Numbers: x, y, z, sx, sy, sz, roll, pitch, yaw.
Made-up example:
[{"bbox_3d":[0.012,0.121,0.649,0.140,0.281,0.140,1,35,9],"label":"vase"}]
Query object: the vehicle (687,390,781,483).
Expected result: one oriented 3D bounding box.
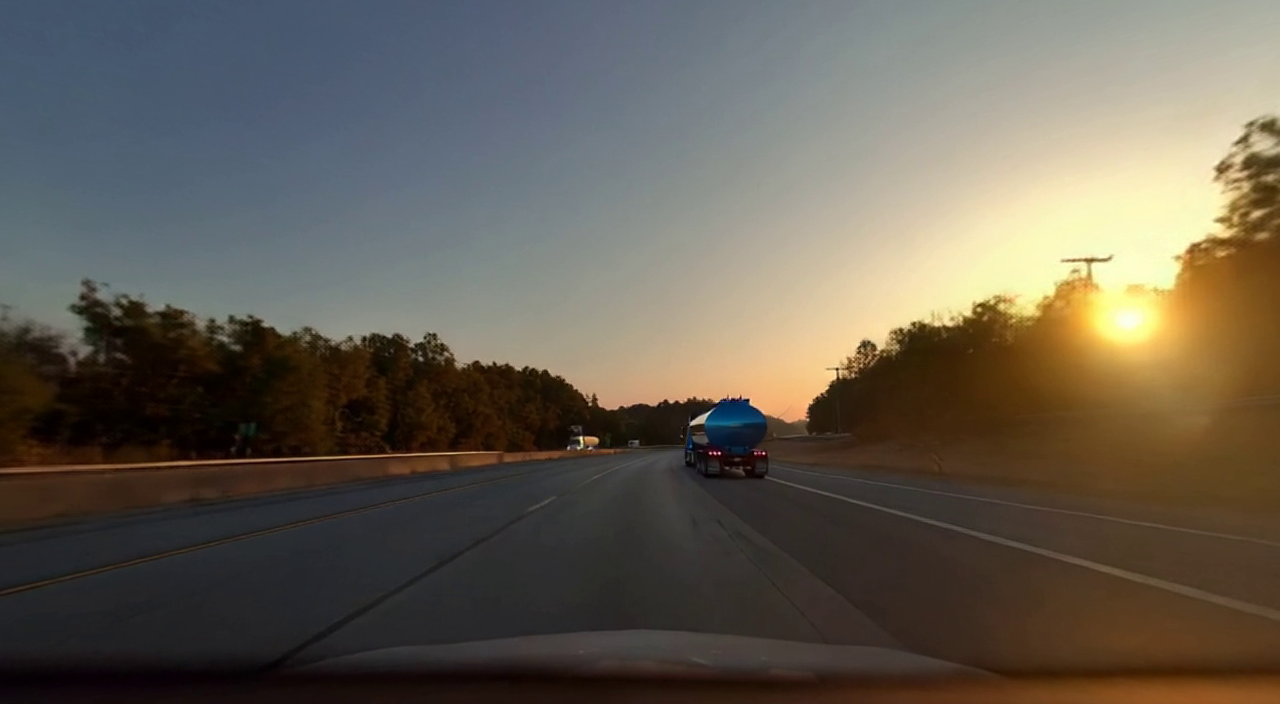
[{"bbox_3d":[4.199,4.353,31.887,2.880,3.624,14.397,0,-8,1],"label":"vehicle"}]
